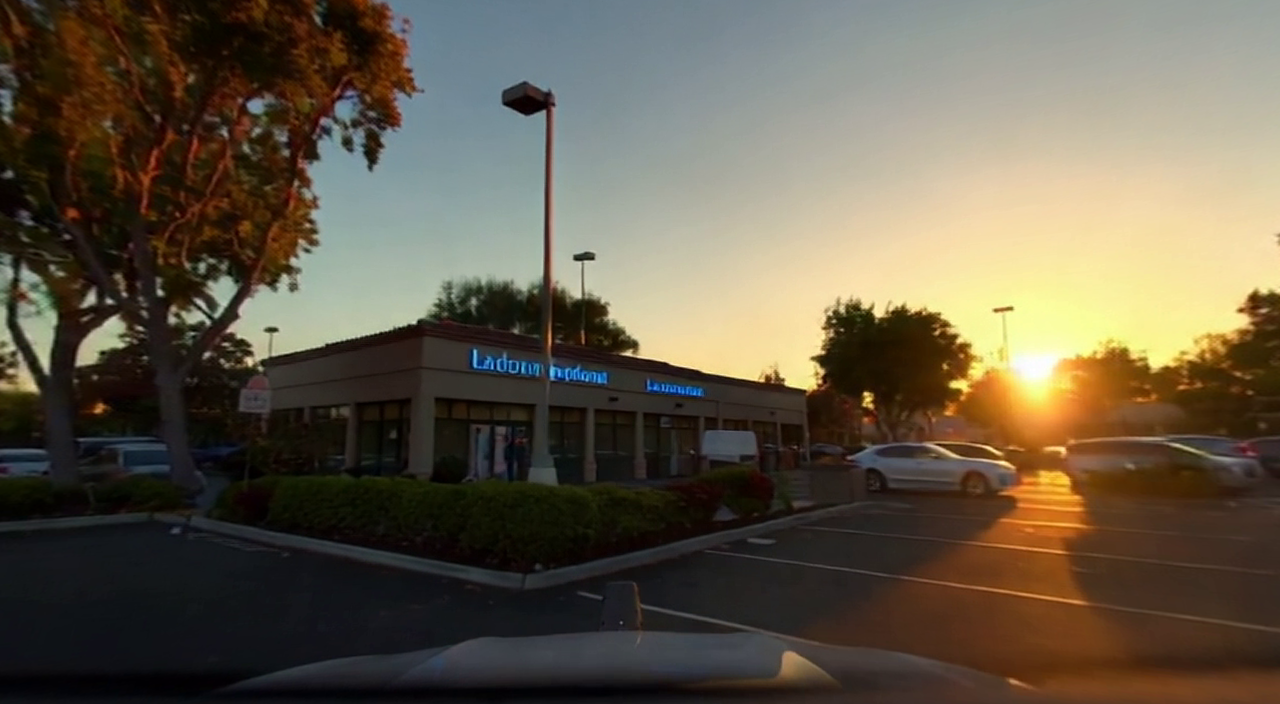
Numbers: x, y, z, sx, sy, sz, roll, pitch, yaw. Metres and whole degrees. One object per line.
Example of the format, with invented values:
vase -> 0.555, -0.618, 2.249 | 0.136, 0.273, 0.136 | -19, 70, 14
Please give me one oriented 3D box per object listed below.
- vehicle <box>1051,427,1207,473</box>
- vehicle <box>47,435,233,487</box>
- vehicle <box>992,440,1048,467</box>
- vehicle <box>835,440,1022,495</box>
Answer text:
vehicle -> 20.619, 4.190, 26.901 | 4.939, 1.664, 2.055 | -8, -8, 35
vehicle -> -17.725, 3.848, 22.654 | 1.921, 1.632, 4.752 | -7, -11, 36
vehicle -> 21.177, 5.627, 35.169 | 2.190, 1.441, 3.759 | -7, -11, 36
vehicle -> 8.663, 3.444, 19.215 | 4.772, 1.441, 1.976 | -7, -11, 36
